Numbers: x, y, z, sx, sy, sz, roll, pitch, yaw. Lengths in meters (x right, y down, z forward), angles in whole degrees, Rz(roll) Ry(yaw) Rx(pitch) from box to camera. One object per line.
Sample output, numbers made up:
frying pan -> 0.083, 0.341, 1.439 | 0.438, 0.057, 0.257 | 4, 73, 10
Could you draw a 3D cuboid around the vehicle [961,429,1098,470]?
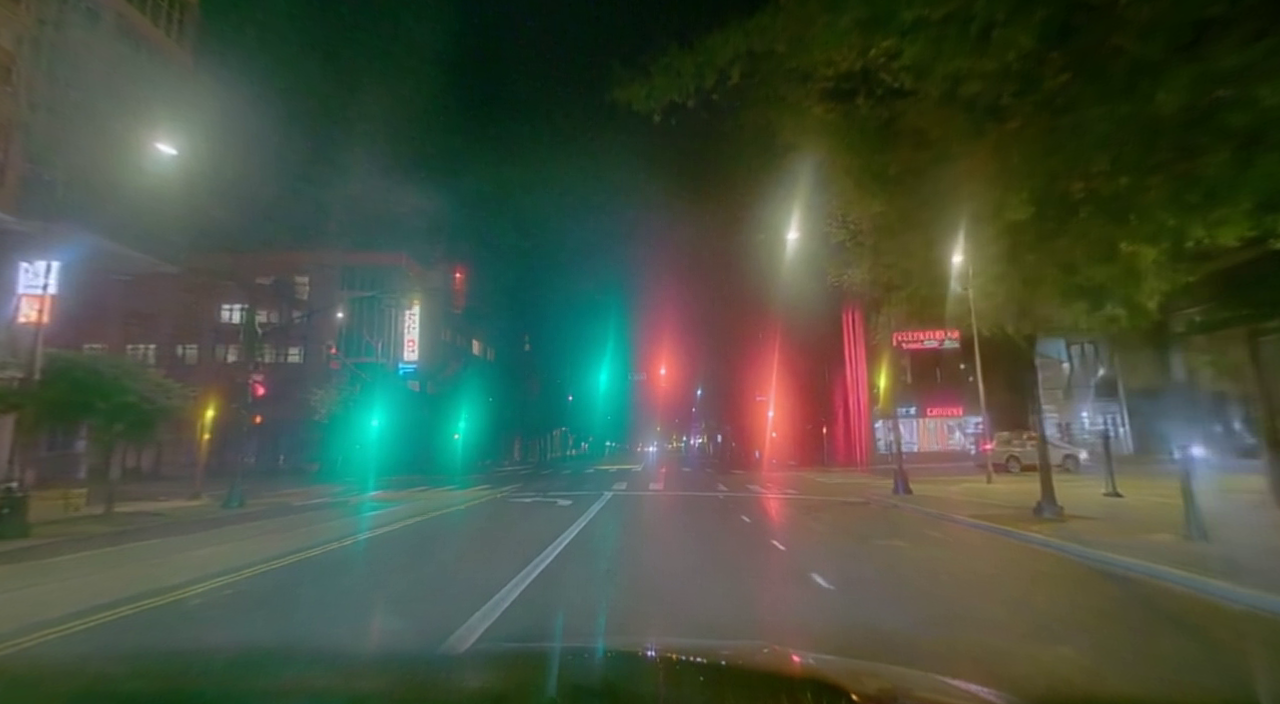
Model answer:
vehicle -> 17.670, 4.455, 28.785 | 4.836, 1.795, 1.957 | 0, -8, 2
